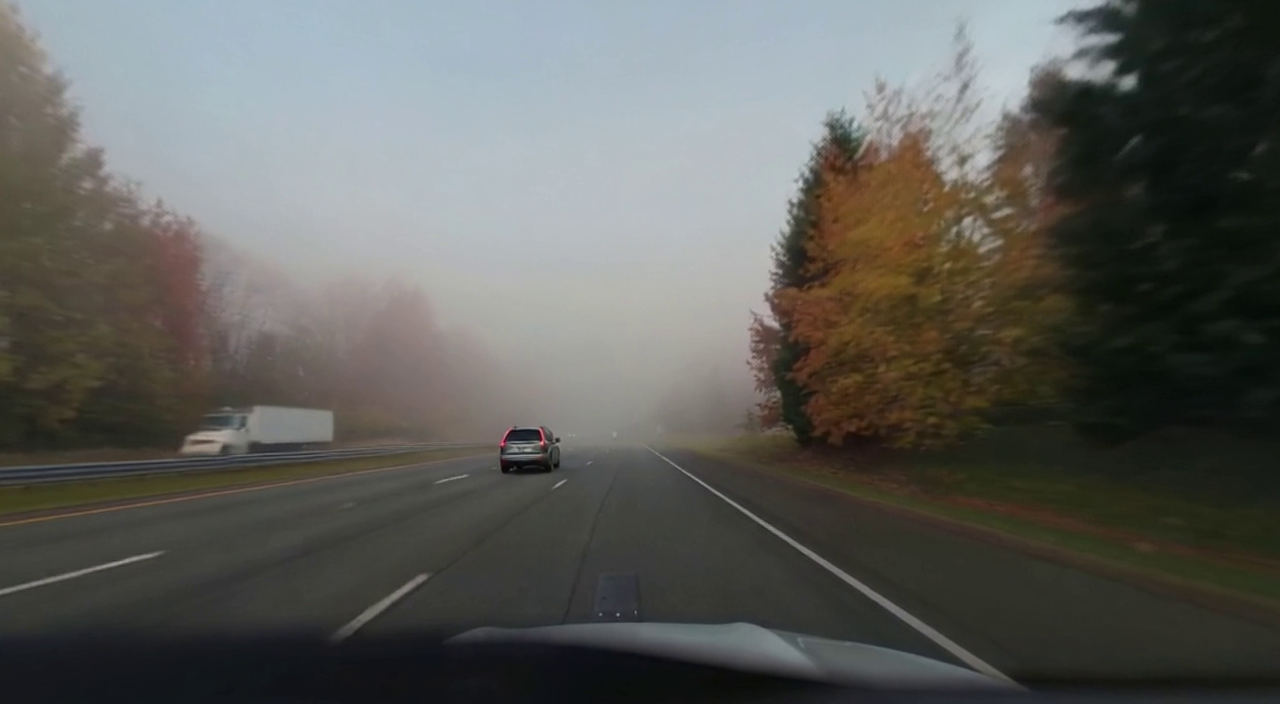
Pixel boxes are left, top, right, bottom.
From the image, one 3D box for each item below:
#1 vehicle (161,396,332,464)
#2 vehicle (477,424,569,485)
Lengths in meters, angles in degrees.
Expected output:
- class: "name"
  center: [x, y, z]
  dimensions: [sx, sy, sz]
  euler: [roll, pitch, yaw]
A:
- class: "vehicle"
  center: [-26.356, 5.509, 43.726]
  dimensions: [2.855, 3.931, 14.552]
  euler: [0, -8, -1]
- class: "vehicle"
  center: [-3.542, 3.183, 19.898]
  dimensions: [2.057, 1.666, 4.552]
  euler: [0, -8, 0]
